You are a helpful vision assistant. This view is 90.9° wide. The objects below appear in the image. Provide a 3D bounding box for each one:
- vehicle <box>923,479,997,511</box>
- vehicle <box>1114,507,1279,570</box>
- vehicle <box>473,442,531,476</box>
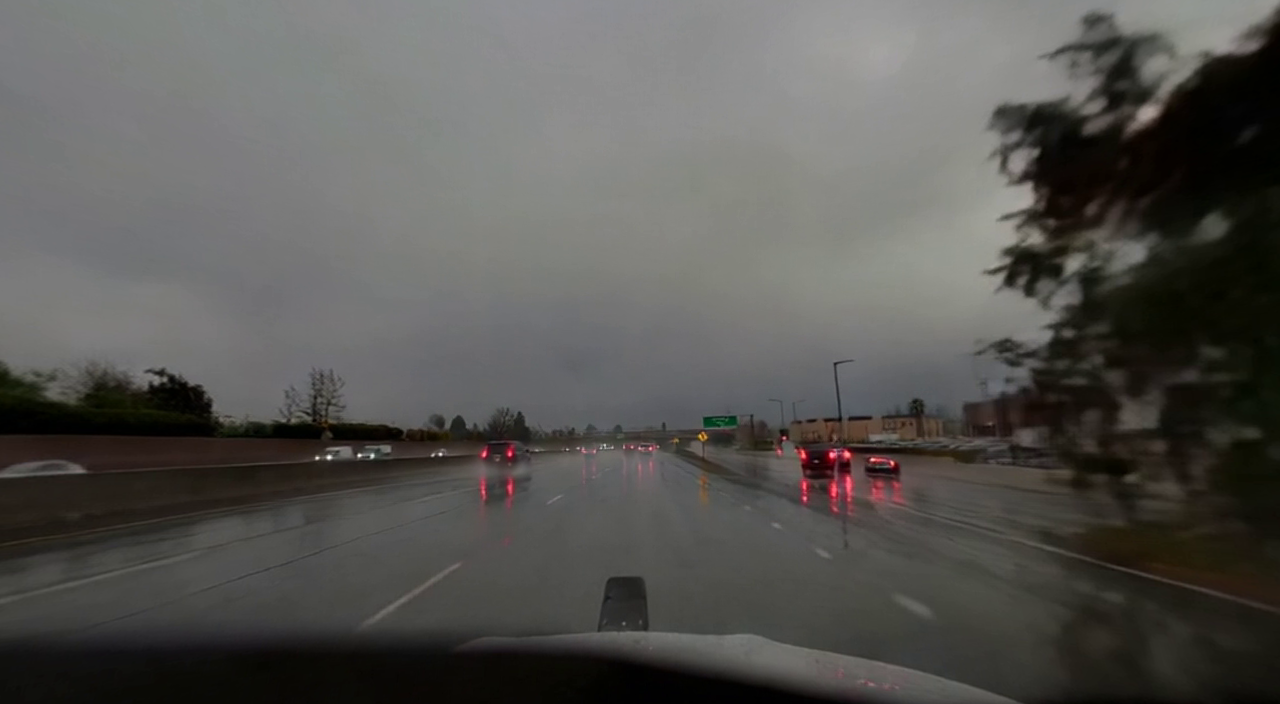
[{"bbox_3d":[19.981,8.910,39.604,1.875,1.610,4.265,1,-9,-9],"label":"vehicle"},{"bbox_3d":[21.331,7.081,24.384,2.008,1.658,4.776,0,-9,-5],"label":"vehicle"},{"bbox_3d":[-7.300,5.692,33.745,2.088,1.678,4.426,-1,-9,0],"label":"vehicle"}]
